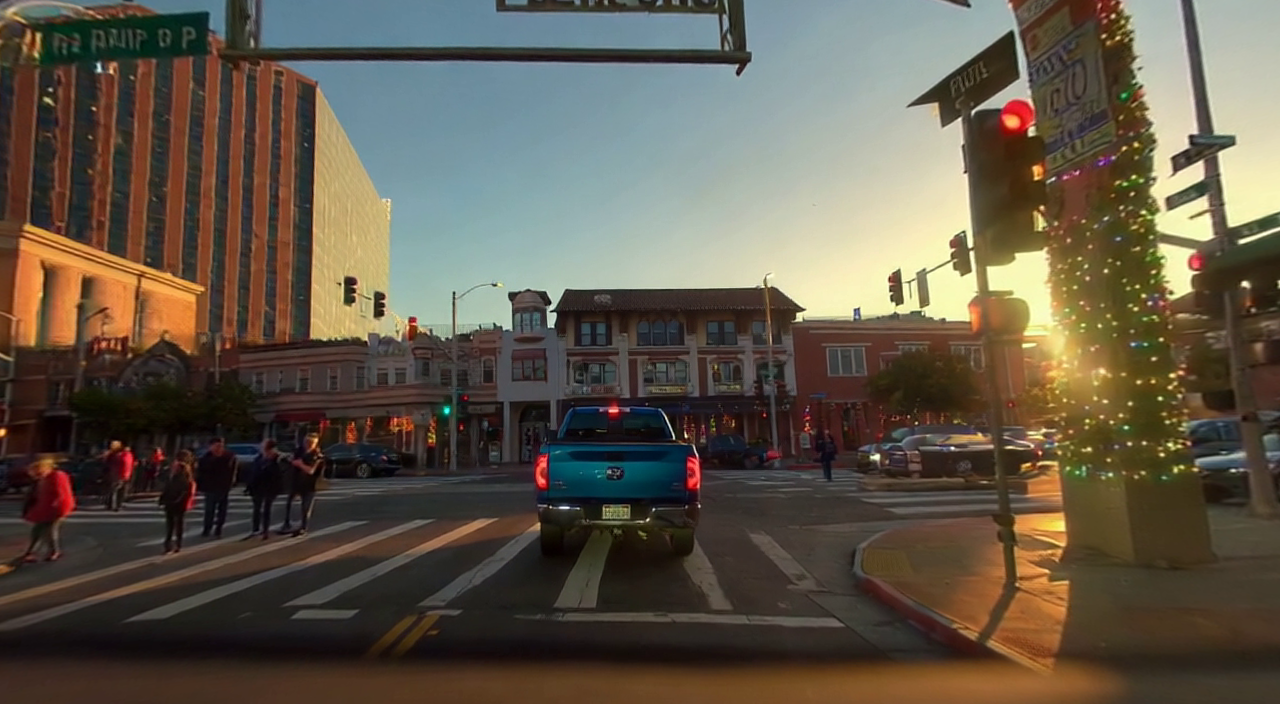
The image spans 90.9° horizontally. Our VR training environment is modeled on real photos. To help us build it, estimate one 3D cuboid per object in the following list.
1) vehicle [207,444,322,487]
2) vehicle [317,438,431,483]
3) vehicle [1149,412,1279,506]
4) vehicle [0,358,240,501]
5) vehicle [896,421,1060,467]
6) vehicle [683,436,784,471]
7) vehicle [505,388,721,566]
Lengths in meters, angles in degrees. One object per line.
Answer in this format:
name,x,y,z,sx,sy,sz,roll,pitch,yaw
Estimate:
vehicle,-18.582,5.617,31.373,4.398,2.057,1.959,0,-8,-2
vehicle,-13.110,5.354,31.221,4.799,1.909,2.011,-3,-7,3
vehicle,13.050,2.024,12.333,4.082,1.613,2.211,-3,-12,0
vehicle,-22.322,2.747,22.363,13.729,4.662,3.300,0,-8,0
vehicle,11.643,3.212,21.931,4.600,1.506,1.878,0,-8,-2
vehicle,4.306,4.764,29.643,4.515,1.583,1.920,-1,-8,3
vehicle,-0.460,1.842,10.089,2.477,2.020,5.534,0,-8,-3
